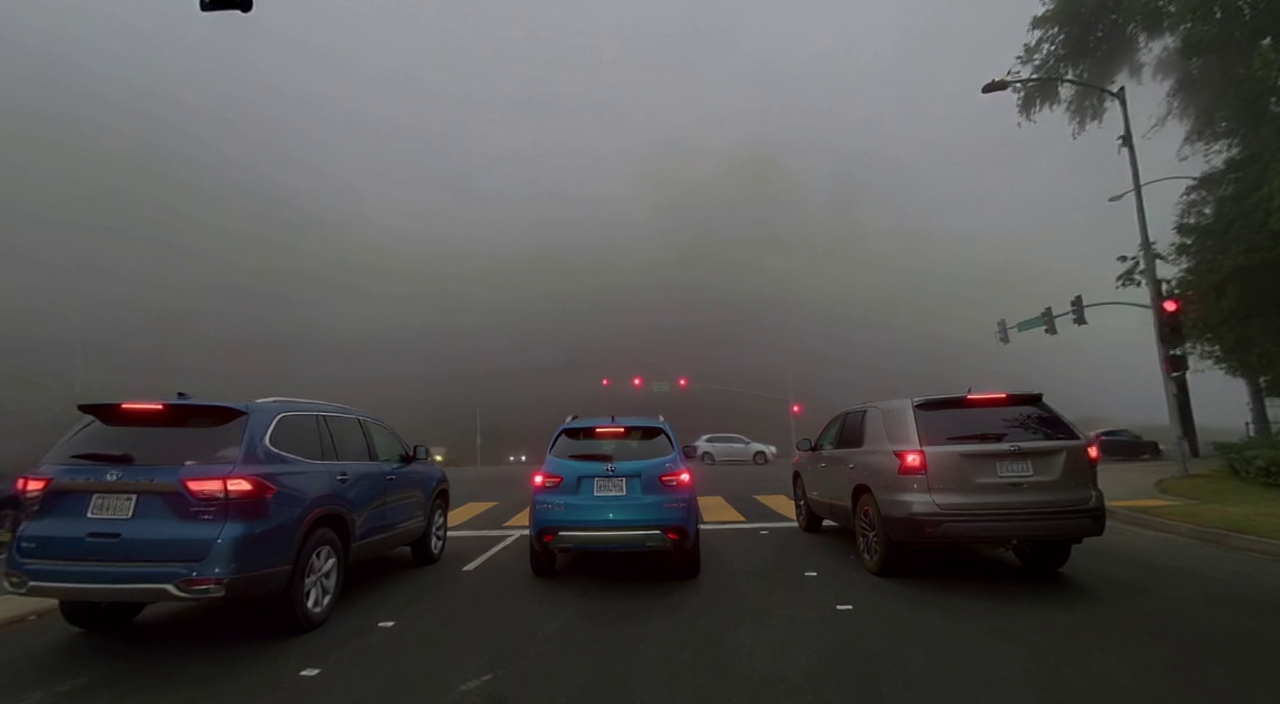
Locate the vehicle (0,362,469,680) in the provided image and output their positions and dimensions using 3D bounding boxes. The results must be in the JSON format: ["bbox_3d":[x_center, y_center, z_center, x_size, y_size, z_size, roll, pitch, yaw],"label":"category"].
[{"bbox_3d":[-3.277,1.283,5.888,2.047,1.810,4.414,0,-8,1],"label":"vehicle"}]

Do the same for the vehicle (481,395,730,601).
[{"bbox_3d":[-0.238,1.512,7.323,2.067,1.702,3.987,0,-8,2],"label":"vehicle"}]

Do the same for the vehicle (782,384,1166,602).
[{"bbox_3d":[3.263,1.489,7.515,2.083,1.779,4.532,0,-8,0],"label":"vehicle"}]

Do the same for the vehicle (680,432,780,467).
[{"bbox_3d":[4.767,5.204,33.697,4.874,1.770,2.107,-5,-10,32],"label":"vehicle"}]

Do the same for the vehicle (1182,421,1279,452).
[{"bbox_3d":[32.830,4.658,34.780,4.175,1.634,1.877,1,-8,-5],"label":"vehicle"}]
